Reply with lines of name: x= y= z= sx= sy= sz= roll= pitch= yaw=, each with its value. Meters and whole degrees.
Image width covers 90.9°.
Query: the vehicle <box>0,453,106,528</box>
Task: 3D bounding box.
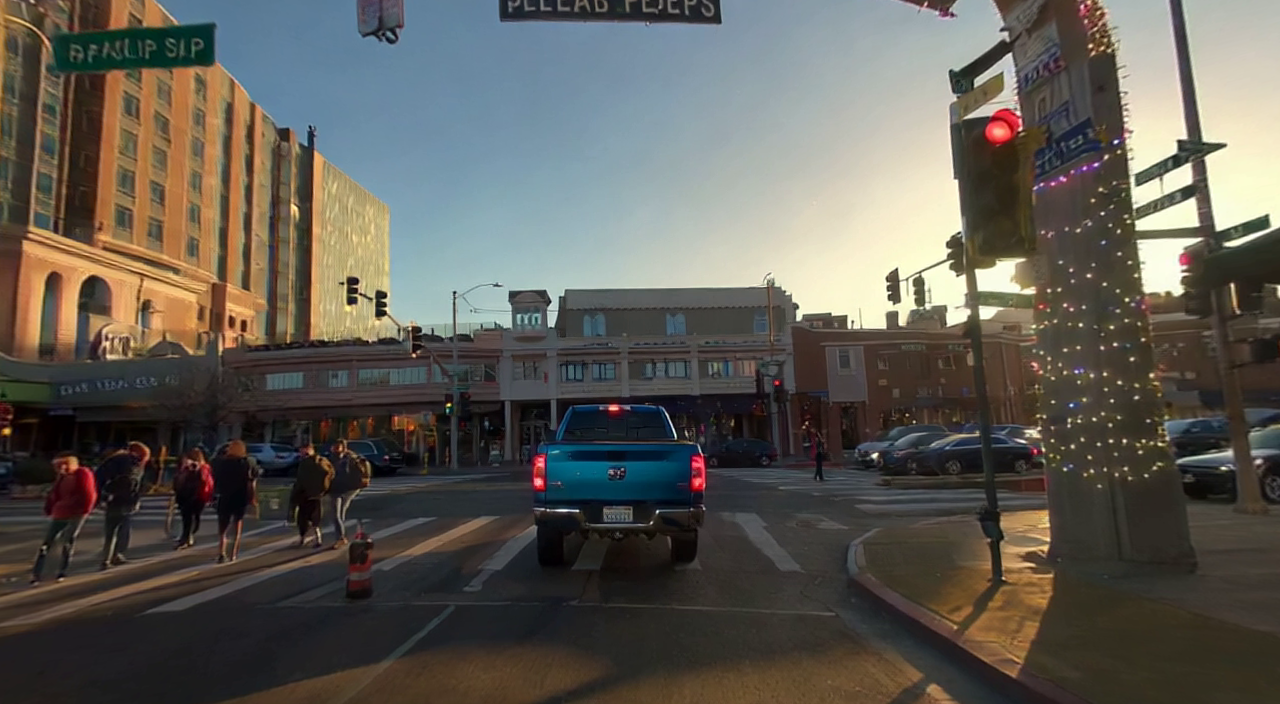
vehicle: x=-16.041 y=3.313 z=15.352 sx=4.039 sy=1.654 sz=2.092 roll=0 pitch=-8 yaw=-2

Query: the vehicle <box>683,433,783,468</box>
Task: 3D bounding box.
vehicle: x=4.316 y=4.683 z=29.906 sx=4.515 sy=1.583 sz=1.920 roll=-1 pitch=-8 yaw=3

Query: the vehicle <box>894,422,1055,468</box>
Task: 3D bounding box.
vehicle: x=11.658 y=3.272 z=22.178 sx=4.600 sy=1.506 sz=1.878 roll=0 pitch=-8 yaw=-2

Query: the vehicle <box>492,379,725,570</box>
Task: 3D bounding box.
vehicle: x=-0.477 y=1.710 z=9.575 sx=2.477 sy=2.020 sz=5.534 roll=0 pitch=-8 yaw=-3

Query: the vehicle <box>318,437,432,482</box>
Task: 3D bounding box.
vehicle: x=-13.156 y=5.350 z=31.468 sx=4.799 sy=1.909 sz=2.011 roll=-3 pitch=-7 yaw=2

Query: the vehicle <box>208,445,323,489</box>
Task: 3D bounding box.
vehicle: x=-18.642 y=5.706 z=31.524 sx=4.398 sy=2.057 sz=1.959 roll=0 pitch=-8 yaw=-2

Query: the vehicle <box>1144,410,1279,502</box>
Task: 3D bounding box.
vehicle: x=13.079 y=2.011 z=12.513 sx=4.082 sy=1.613 sz=2.211 roll=-3 pitch=-12 yaw=-1

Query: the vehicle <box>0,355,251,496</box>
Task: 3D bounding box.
vehicle: x=-22.070 y=2.675 z=22.629 sx=13.729 sy=4.662 sz=3.300 roll=0 pitch=-9 yaw=0
